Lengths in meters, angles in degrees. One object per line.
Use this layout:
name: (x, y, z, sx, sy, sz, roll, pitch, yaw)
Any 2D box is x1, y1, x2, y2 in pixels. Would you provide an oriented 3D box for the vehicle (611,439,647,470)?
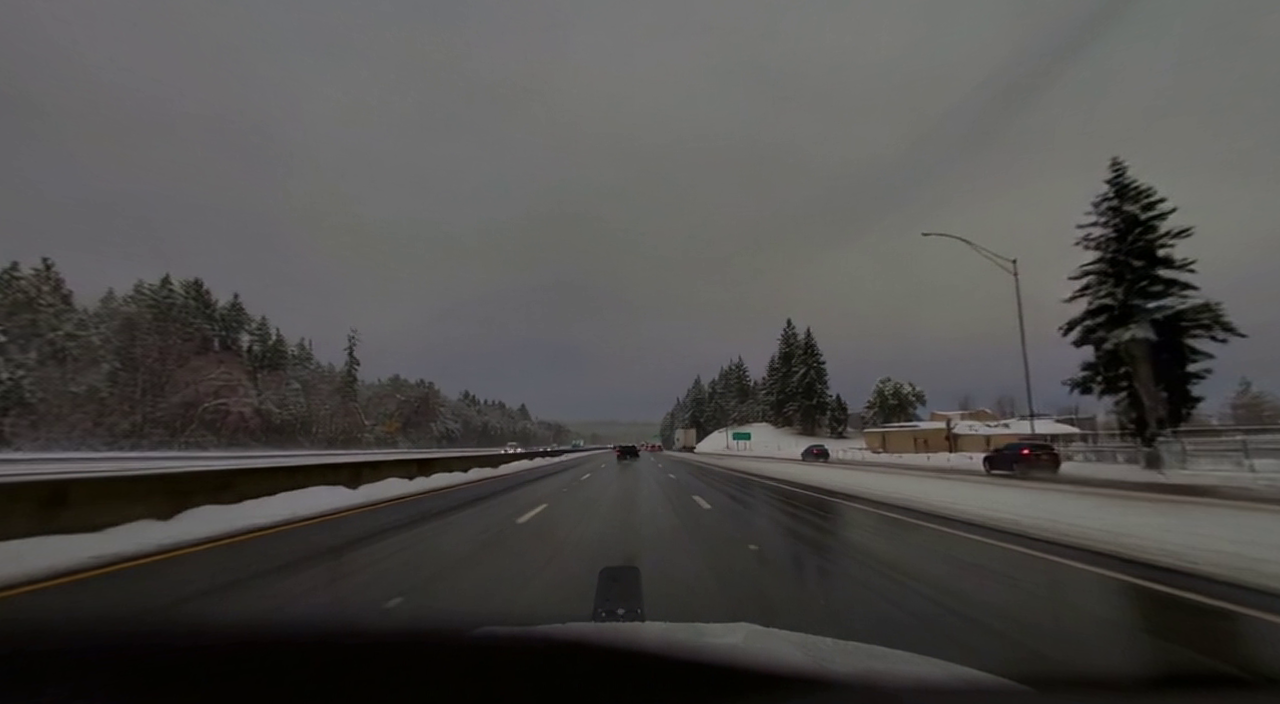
vehicle: (-0.648, 6.258, 38.723, 2.121, 1.739, 4.087, 0, -9, 0)

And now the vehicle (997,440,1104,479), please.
vehicle: (17.827, 4.685, 27.730, 1.867, 1.563, 4.436, -1, -9, 3)
